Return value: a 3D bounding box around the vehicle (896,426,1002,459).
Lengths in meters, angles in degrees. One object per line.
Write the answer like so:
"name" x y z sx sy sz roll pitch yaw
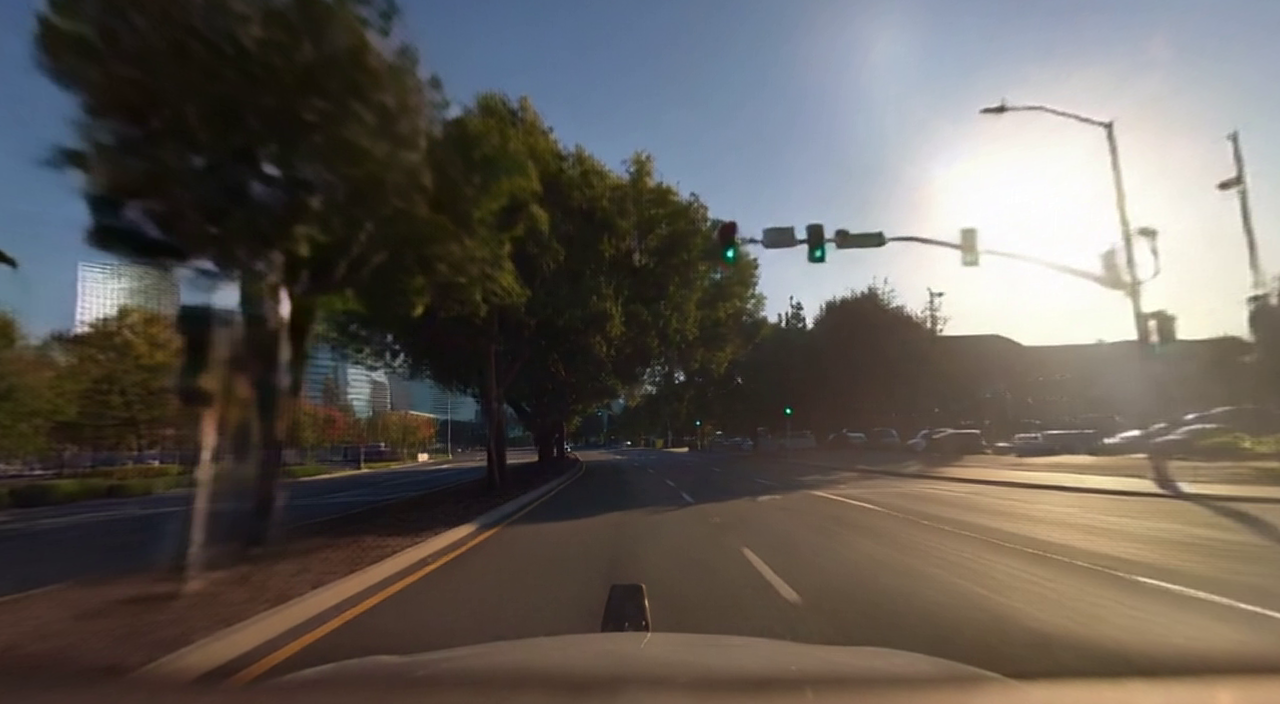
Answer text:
"vehicle" 16.522 4.866 33.878 4.510 1.667 2.247 1 -8 -5
